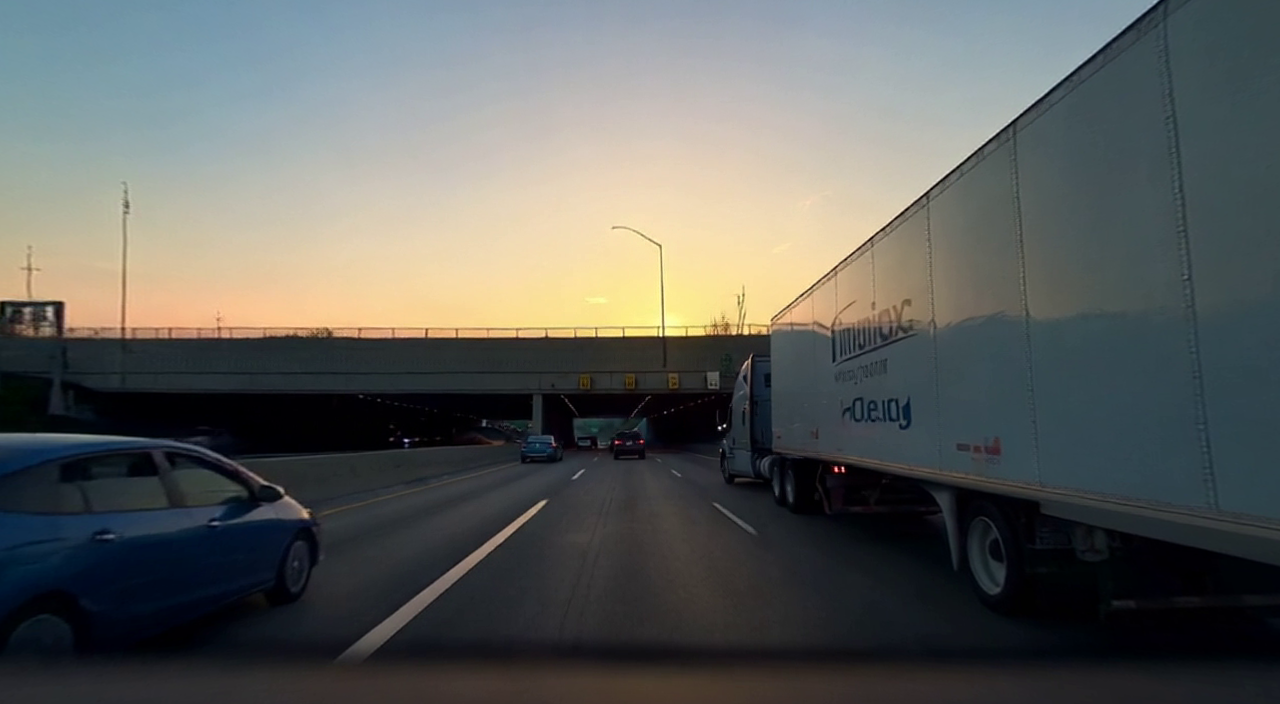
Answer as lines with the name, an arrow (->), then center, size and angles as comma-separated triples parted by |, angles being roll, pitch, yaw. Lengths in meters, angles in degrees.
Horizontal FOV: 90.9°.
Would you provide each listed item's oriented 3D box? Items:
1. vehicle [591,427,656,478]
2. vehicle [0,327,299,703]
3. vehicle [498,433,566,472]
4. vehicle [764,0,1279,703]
vehicle -> -0.545, 3.490, 22.110 | 2.094, 1.600, 3.666 | 0, -8, -1
vehicle -> -3.368, 0.848, 3.041 | 1.826, 1.695, 2.870 | 0, -8, -1
vehicle -> -4.309, 4.066, 25.762 | 2.019, 1.435, 4.317 | 0, -8, 0
vehicle -> 3.959, 0.011, 5.142 | 2.842, 4.108, 14.081 | 0, -8, -1
